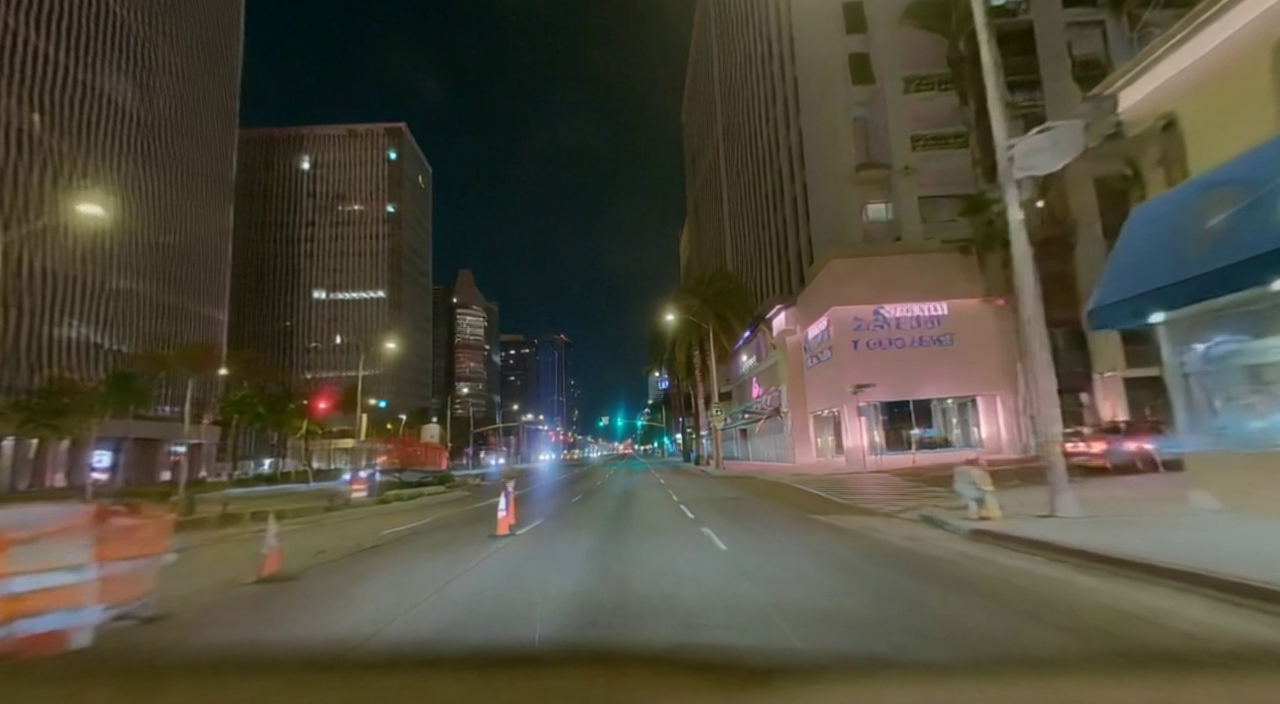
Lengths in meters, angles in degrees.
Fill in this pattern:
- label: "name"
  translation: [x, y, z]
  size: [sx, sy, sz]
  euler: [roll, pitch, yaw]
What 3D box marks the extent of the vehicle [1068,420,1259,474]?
- label: "vehicle"
  translation: [16.345, 2.968, 19.776]
  size: [5.091, 1.528, 1.972]
  euler: [2, -10, -17]
